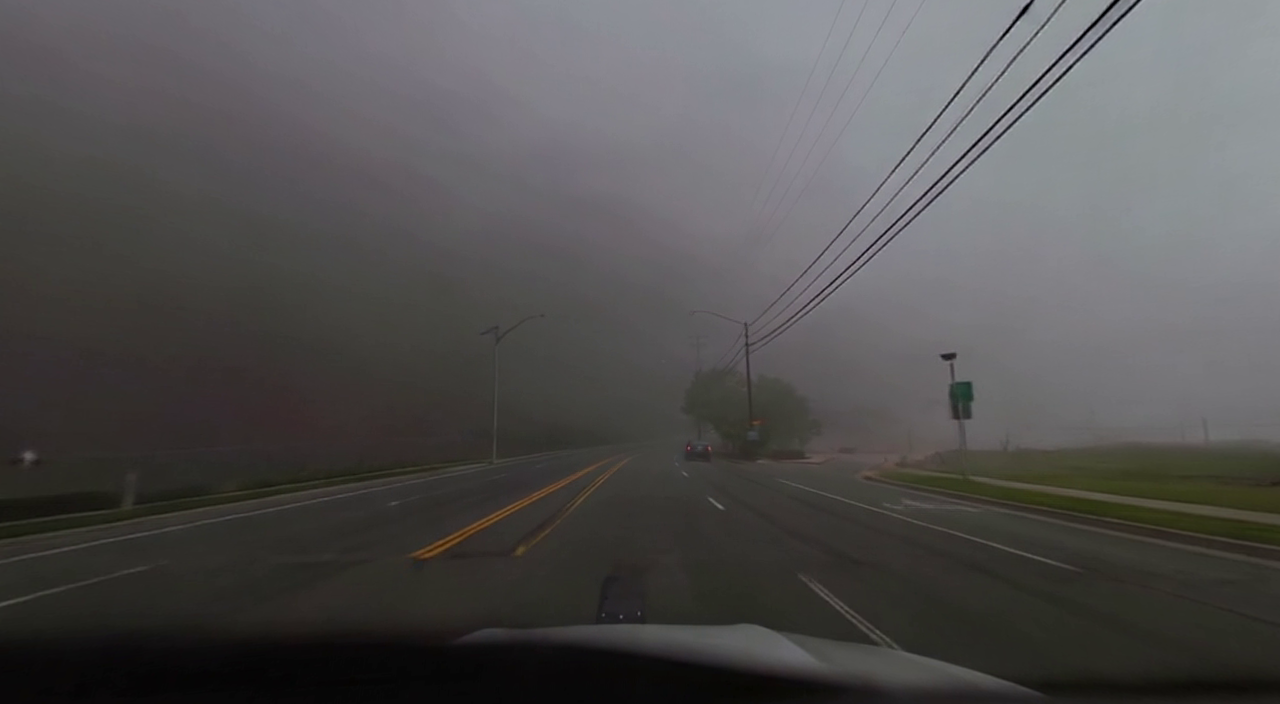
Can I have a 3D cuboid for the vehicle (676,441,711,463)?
[{"bbox_3d":[3.662,6.937,43.957,2.015,1.467,4.117,0,-8,0],"label":"vehicle"}]
